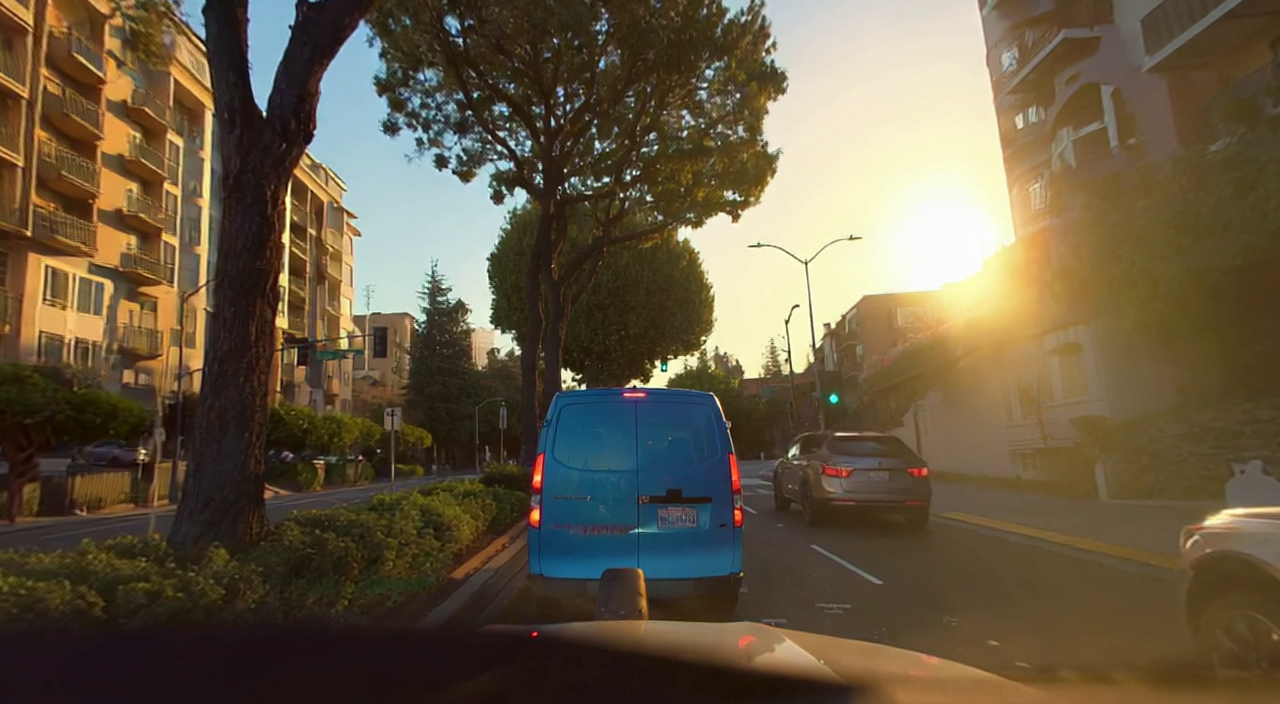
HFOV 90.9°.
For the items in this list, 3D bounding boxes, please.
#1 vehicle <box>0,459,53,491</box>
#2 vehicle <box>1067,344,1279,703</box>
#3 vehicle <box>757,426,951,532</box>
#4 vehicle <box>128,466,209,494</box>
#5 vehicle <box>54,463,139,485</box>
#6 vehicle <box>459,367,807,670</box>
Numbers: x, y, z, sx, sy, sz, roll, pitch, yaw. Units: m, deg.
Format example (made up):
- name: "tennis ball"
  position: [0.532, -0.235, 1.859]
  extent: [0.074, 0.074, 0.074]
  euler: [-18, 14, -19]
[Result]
- name: "vehicle"
  position: [-35.516, 6.843, 35.174]
  extent: [3.843, 1.680, 1.782]
  euler: [-1, -9, 5]
- name: "vehicle"
  position: [3.808, 0.724, 1.885]
  extent: [2.157, 1.748, 4.130]
  euler: [0, -9, 1]
- name: "vehicle"
  position: [3.888, 2.394, 12.557]
  extent: [2.061, 1.676, 4.734]
  euler: [0, -9, -2]
- name: "vehicle"
  position: [-33.226, 9.062, 44.530]
  extent: [4.292, 1.492, 1.772]
  euler: [-6, -14, -1]
- name: "vehicle"
  position: [-38.437, 8.637, 44.652]
  extent: [4.396, 1.458, 1.809]
  euler: [-1, -9, 2]
- name: "vehicle"
  position: [-0.034, 1.329, 6.047]
  extent: [2.101, 1.828, 4.270]
  euler: [0, -9, 0]
